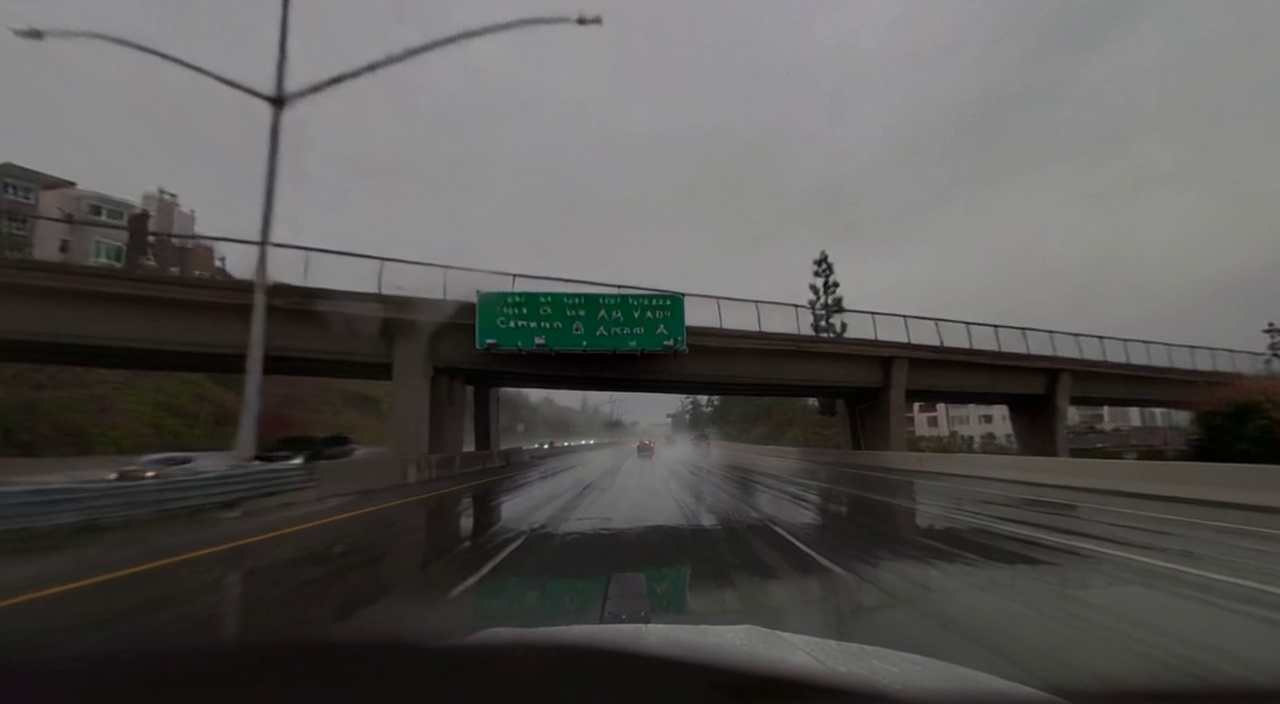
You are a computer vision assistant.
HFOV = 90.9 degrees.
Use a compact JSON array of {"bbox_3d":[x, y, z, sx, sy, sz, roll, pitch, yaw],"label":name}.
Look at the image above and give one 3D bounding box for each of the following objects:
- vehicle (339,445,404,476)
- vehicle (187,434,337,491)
[{"bbox_3d":[-14.578,5.905,34.485,1.766,1.535,3.904,0,-8,0],"label":"vehicle"},{"bbox_3d":[-11.870,3.476,20.268,2.020,1.615,4.537,0,-8,0],"label":"vehicle"}]
